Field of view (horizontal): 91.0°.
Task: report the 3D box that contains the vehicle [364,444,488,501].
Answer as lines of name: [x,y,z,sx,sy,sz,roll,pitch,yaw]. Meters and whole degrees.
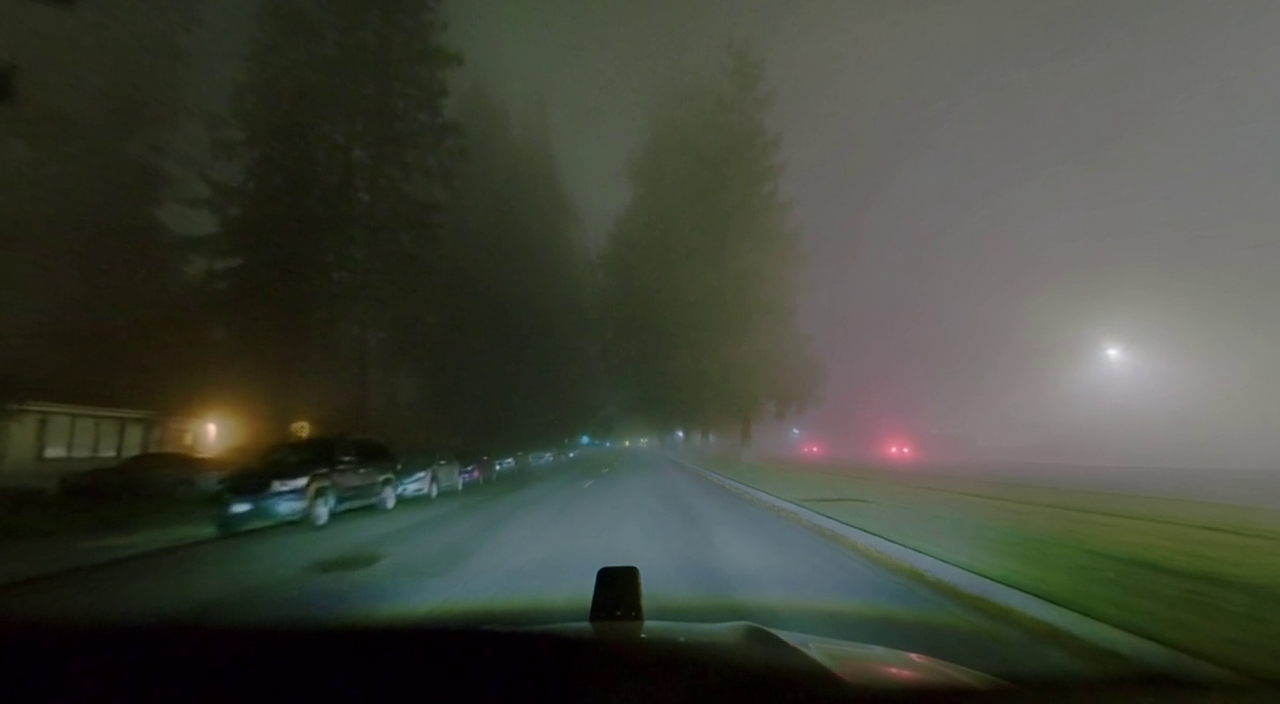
vehicle: [-6.505,3.678,19.871,2.074,1.502,5.098,0,-8,0]

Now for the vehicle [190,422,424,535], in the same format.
vehicle: [-6.501,2.516,13.211,2.020,1.842,5.116,1,-8,1]

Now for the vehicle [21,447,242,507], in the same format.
vehicle: [-13.869,3.414,17.426,4.189,1.450,2.196,-1,-9,-1]
